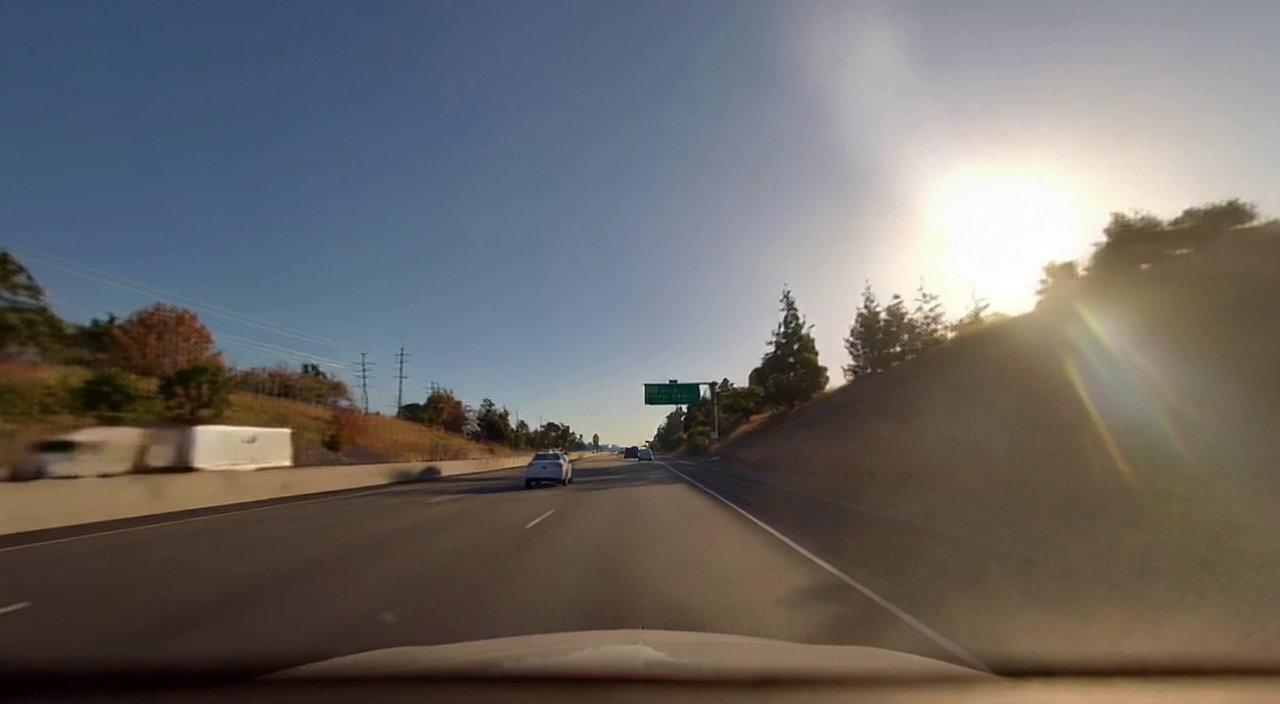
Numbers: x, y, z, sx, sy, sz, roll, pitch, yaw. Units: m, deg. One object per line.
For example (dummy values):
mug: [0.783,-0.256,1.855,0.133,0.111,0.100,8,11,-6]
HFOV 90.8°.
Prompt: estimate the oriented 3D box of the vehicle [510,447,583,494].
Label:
vehicle: [-3.233,4.177,22.651,1.978,1.498,4.080,0,-9,0]

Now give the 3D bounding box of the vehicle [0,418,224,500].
vehicle: [-22.794,4.617,27.685,2.676,2.929,9.366,0,-9,0]
